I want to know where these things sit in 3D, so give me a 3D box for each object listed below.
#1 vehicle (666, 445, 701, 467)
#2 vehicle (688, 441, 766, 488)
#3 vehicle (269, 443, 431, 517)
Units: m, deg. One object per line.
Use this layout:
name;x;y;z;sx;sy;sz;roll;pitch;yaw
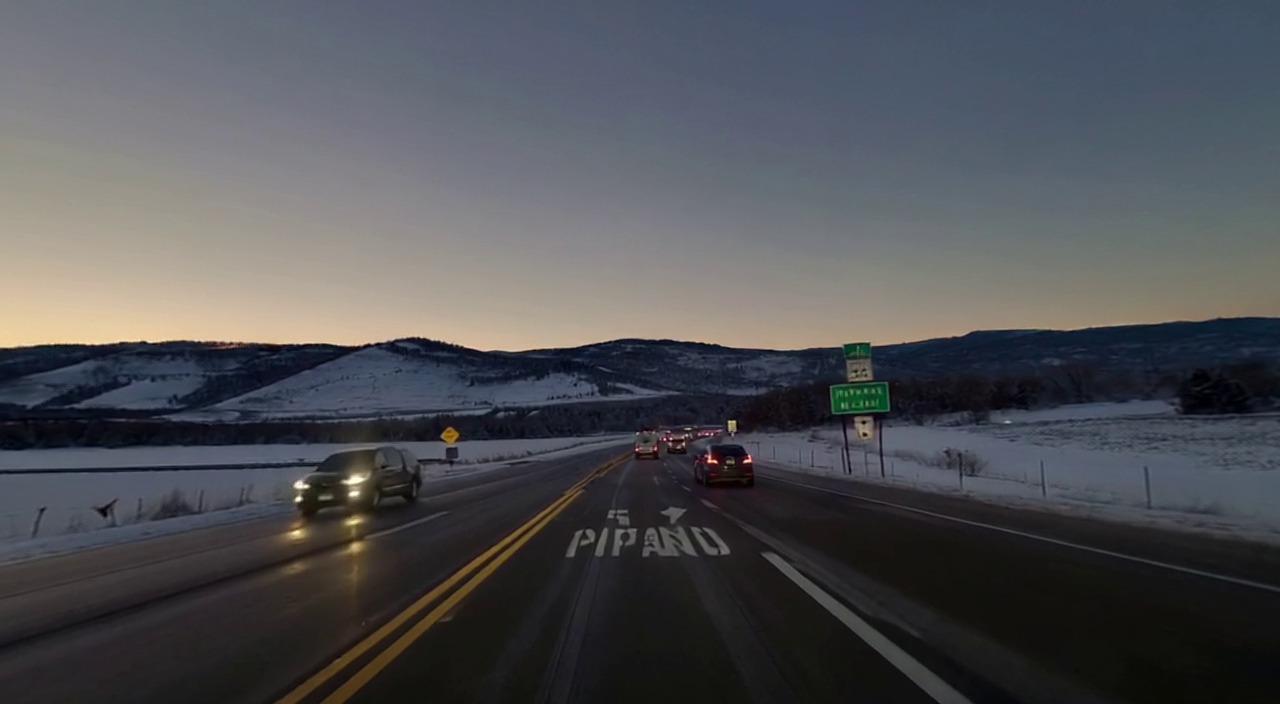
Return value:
vehicle;3.050;7.451;45.430;2.048;1.468;4.490;0;-8;-2
vehicle;3.048;4.053;23.057;2.026;1.531;4.273;0;-8;-3
vehicle;-7.804;3.457;17.681;2.168;1.748;4.811;0;-8;1
